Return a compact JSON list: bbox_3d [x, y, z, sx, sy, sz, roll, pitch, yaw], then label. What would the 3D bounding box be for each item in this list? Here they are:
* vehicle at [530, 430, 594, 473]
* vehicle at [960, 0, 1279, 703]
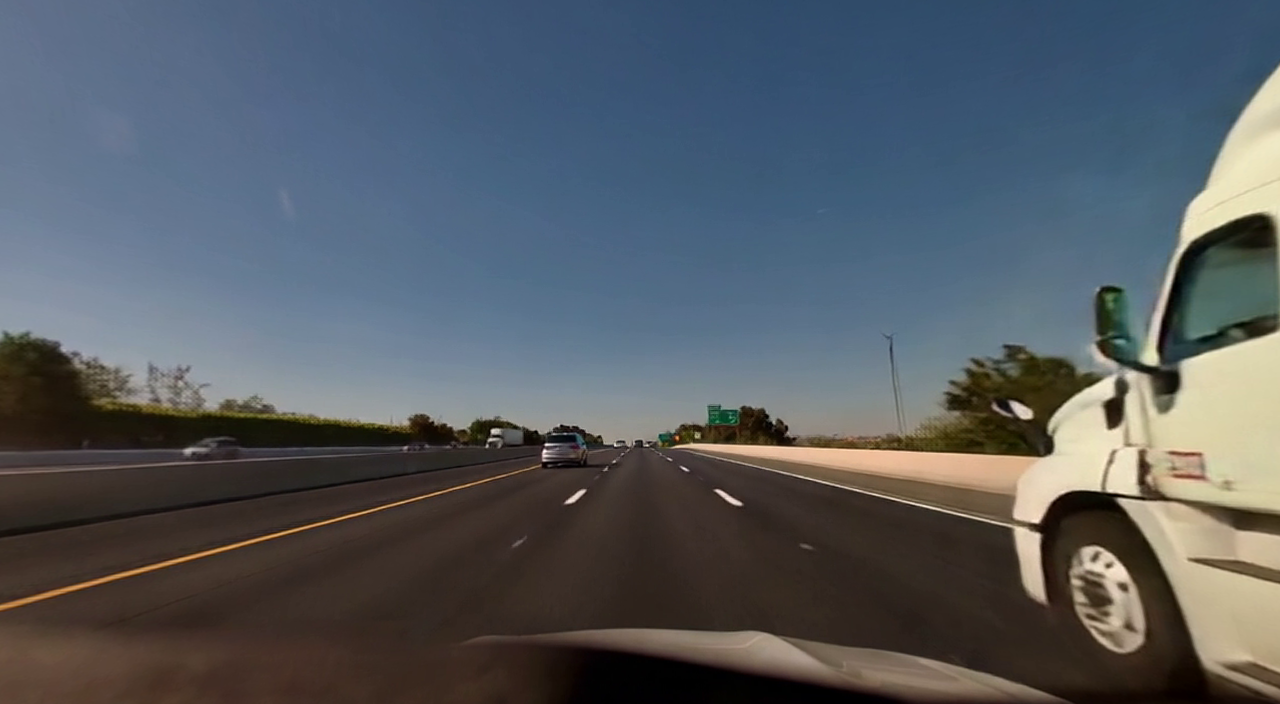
[{"bbox_3d":[-3.274,4.316,27.497,2.189,1.707,4.692,0,-8,0],"label":"vehicle"},{"bbox_3d":[3.933,-0.561,1.630,3.037,4.014,6.276,1,-7,2],"label":"vehicle"}]
